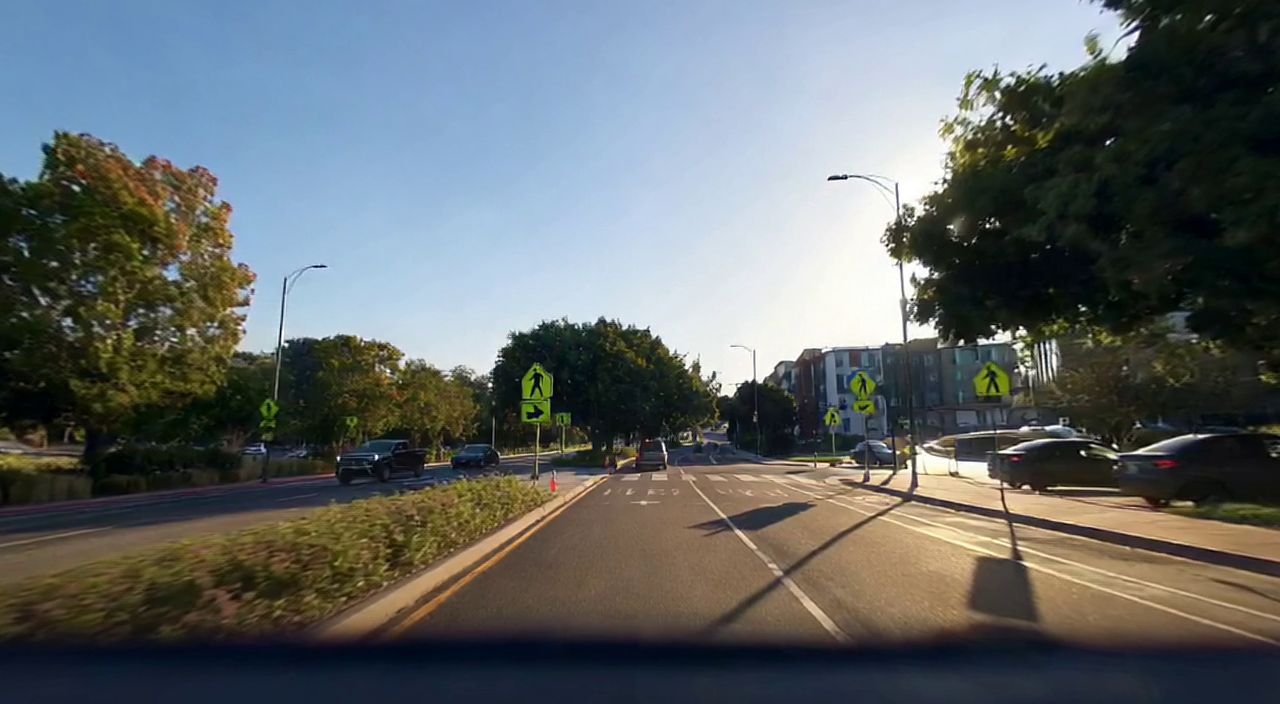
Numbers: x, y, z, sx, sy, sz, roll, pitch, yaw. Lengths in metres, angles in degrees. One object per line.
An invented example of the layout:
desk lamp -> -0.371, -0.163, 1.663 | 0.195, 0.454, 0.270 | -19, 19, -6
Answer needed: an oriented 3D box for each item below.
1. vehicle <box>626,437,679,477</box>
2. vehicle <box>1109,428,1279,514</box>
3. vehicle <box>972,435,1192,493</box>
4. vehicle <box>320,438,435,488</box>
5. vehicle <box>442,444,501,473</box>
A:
vehicle -> 0.552, 4.542, 27.498 | 2.158, 1.600, 3.865 | -1, -9, 1
vehicle -> 11.961, 2.211, 11.943 | 4.502, 1.469, 1.958 | -1, -9, 4
vehicle -> 12.047, 3.054, 17.444 | 4.627, 1.444, 1.956 | 0, -9, -3
vehicle -> -10.257, 4.386, 25.286 | 2.162, 1.767, 5.368 | -1, -9, 1
vehicle -> -9.816, 6.232, 37.249 | 2.197, 1.606, 4.034 | -1, -9, 3
